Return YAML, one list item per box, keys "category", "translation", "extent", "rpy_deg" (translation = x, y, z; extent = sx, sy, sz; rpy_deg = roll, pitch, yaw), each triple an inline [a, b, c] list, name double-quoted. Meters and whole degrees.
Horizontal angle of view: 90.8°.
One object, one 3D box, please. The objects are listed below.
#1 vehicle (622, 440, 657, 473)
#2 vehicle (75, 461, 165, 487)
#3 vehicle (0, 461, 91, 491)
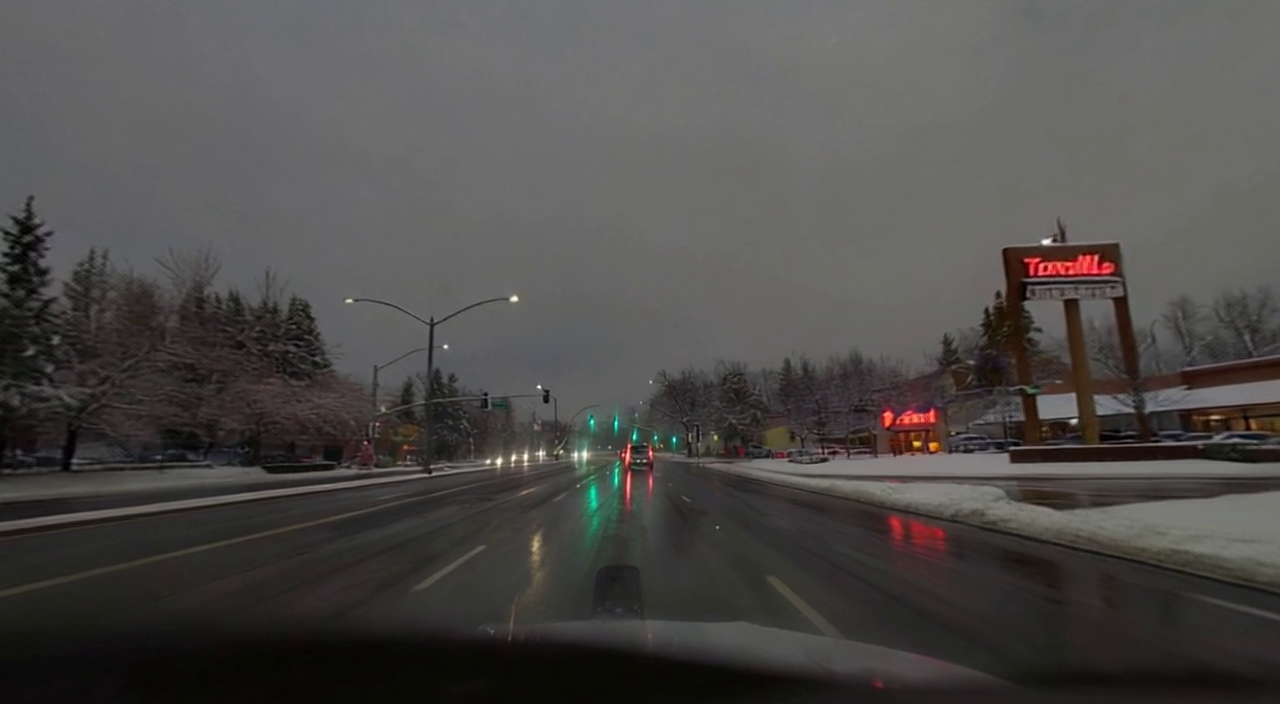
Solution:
- category: "vehicle"
  translation: [0.001, 6.534, 39.689]
  extent: [2.096, 1.961, 4.259]
  rpy_deg: [0, -9, 1]
- category: "vehicle"
  translation: [-32.159, 7.528, 39.131]
  extent: [3.791, 1.473, 1.942]
  rpy_deg: [0, -9, -2]
- category: "vehicle"
  translation: [-32.170, 6.560, 33.587]
  extent: [4.063, 1.479, 1.939]
  rpy_deg: [0, -9, -2]
